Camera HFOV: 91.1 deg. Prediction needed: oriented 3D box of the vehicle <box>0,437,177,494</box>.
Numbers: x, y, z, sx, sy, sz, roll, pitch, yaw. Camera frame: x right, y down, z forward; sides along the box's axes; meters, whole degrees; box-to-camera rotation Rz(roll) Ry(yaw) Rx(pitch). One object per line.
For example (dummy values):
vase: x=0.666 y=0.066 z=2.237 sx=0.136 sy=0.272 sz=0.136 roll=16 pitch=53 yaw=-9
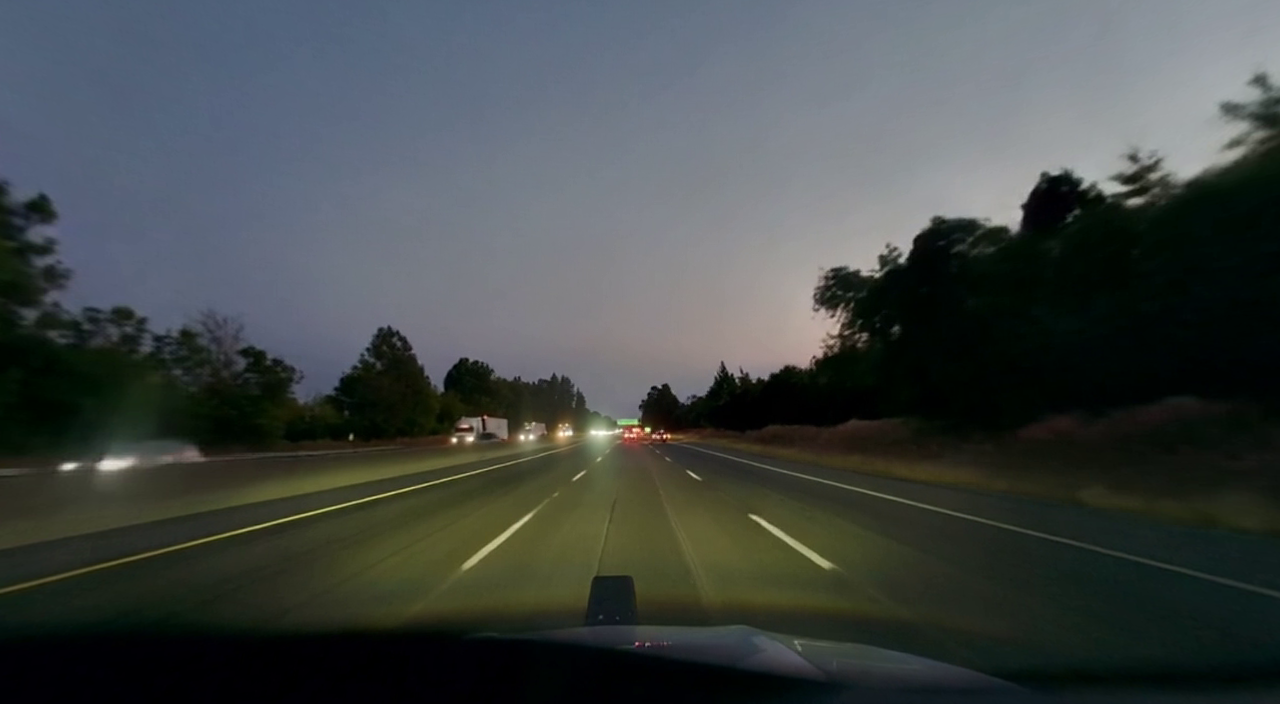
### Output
vehicle: x=-16.774 y=3.371 z=19.249 sx=1.855 sy=1.522 sz=4.394 roll=0 pitch=-8 yaw=0
